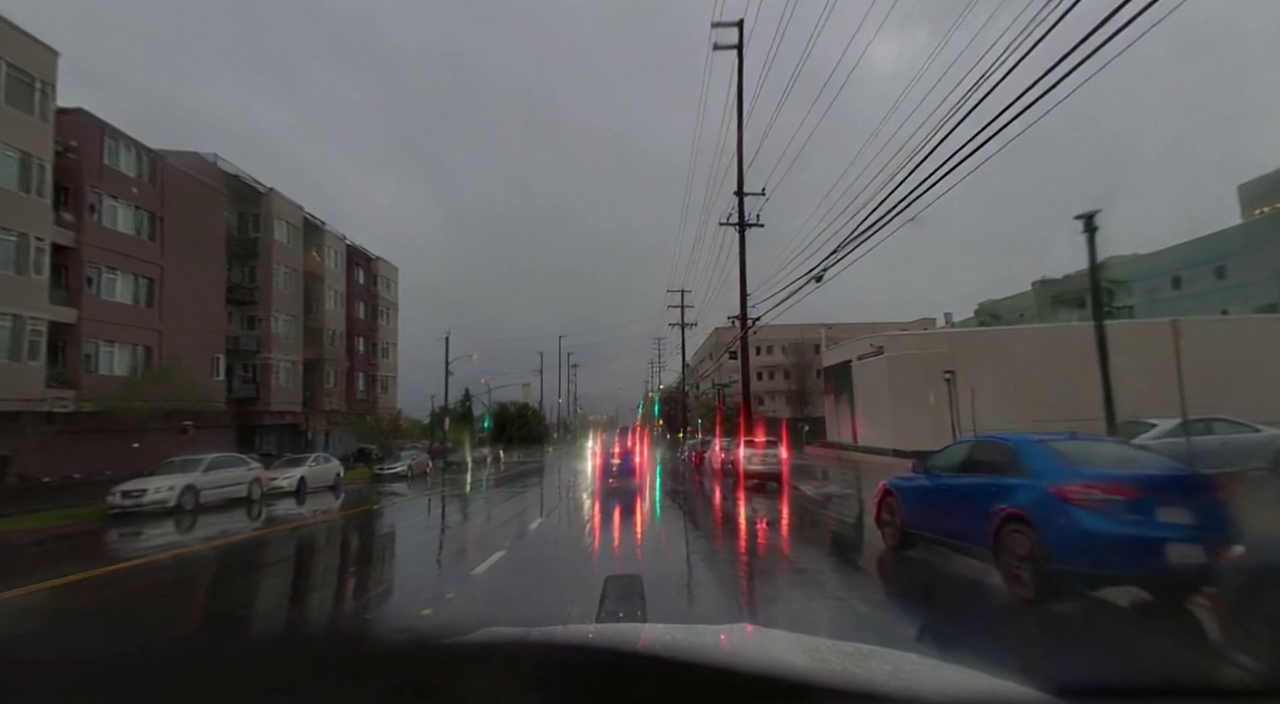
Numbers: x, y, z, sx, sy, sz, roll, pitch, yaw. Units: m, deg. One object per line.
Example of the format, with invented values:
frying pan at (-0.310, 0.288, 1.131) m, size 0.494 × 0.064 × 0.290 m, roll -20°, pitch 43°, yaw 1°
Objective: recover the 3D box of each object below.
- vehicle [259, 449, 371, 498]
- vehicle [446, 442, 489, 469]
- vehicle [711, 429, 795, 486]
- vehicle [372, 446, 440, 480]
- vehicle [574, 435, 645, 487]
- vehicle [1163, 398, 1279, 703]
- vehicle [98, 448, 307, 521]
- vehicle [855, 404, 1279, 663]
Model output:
vehicle at (-12.025, 4.478, 23.801) m, size 1.850 × 1.487 × 4.711 m, roll -3°, pitch -8°, yaw -1°
vehicle at (-12.147, 7.301, 44.753) m, size 2.011 × 1.687 × 4.079 m, roll -2°, pitch -8°, yaw -2°
vehicle at (3.705, 3.533, 21.476) m, size 1.967 × 1.721 × 4.410 m, roll 0°, pitch -8°, yaw -1°
vehicle at (-12.057, 5.715, 32.830) m, size 1.868 × 1.491 × 4.367 m, roll -4°, pitch -8°, yaw 1°
vehicle at (-0.869, 3.417, 20.264) m, size 2.019 × 1.453 × 4.603 m, roll 0°, pitch -8°, yaw 0°
vehicle at (3.970, 0.783, 1.374) m, size 1.941 × 1.575 × 4.315 m, roll 0°, pitch -8°, yaw 0°
vehicle at (-11.993, 3.616, 17.969) m, size 2.242 × 1.534 × 5.414 m, roll -4°, pitch -8°, yaw -2°
vehicle at (4.064, 1.485, 6.400) m, size 1.938 × 1.570 × 4.872 m, roll 1°, pitch -8°, yaw -2°
